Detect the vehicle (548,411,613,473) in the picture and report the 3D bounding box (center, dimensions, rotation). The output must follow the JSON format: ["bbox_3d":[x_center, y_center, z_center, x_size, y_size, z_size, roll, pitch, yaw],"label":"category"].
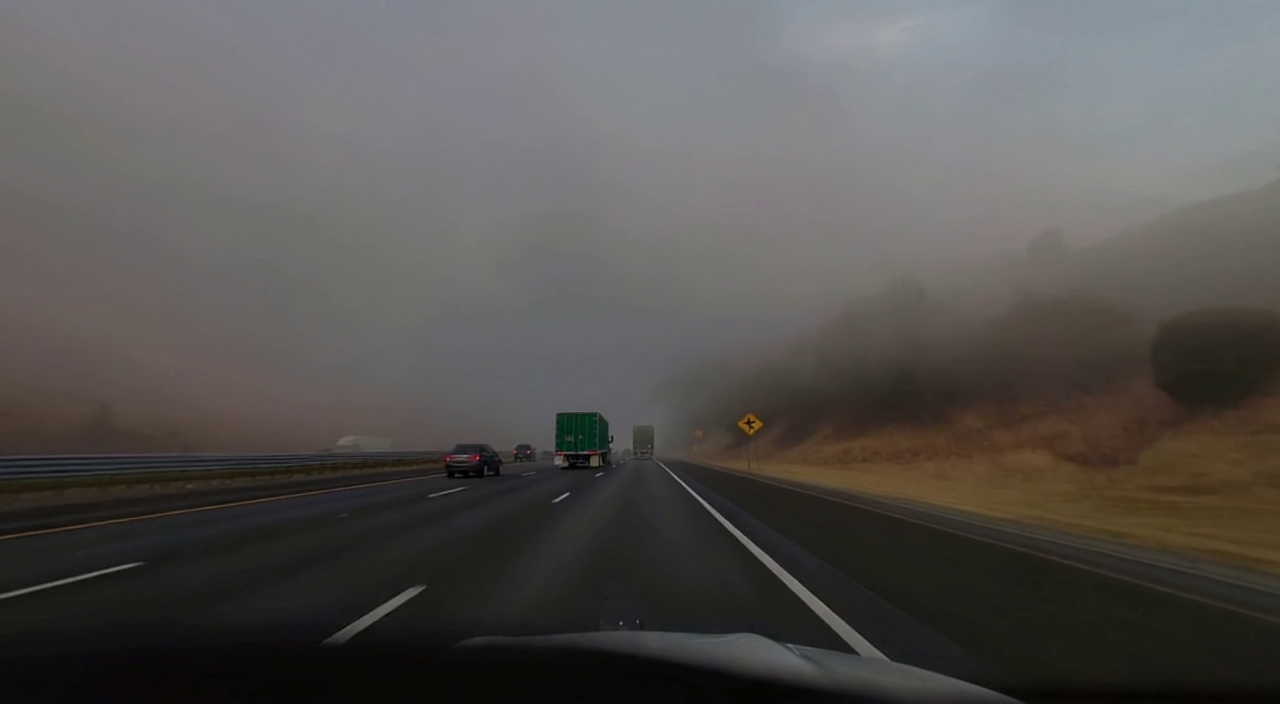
[{"bbox_3d":[-3.420,5.622,39.125,2.789,3.271,10.894,0,-9,1],"label":"vehicle"}]

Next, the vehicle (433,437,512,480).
[{"bbox_3d":[-7.363,4.749,28.256,2.125,1.725,4.715,0,-9,1],"label":"vehicle"}]
